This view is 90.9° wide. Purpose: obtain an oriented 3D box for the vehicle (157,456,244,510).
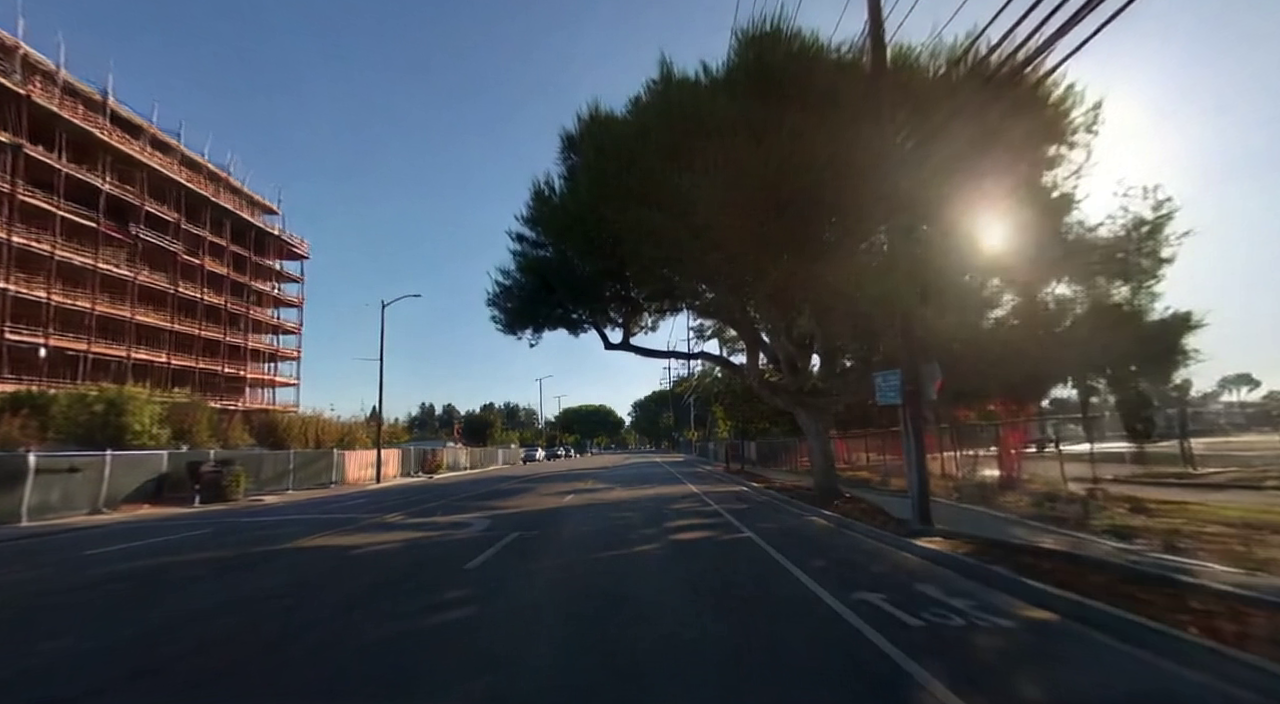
[{"bbox_3d":[-15.851,4.675,22.997,2.002,1.683,4.664,4,-10,-28],"label":"vehicle"}]
